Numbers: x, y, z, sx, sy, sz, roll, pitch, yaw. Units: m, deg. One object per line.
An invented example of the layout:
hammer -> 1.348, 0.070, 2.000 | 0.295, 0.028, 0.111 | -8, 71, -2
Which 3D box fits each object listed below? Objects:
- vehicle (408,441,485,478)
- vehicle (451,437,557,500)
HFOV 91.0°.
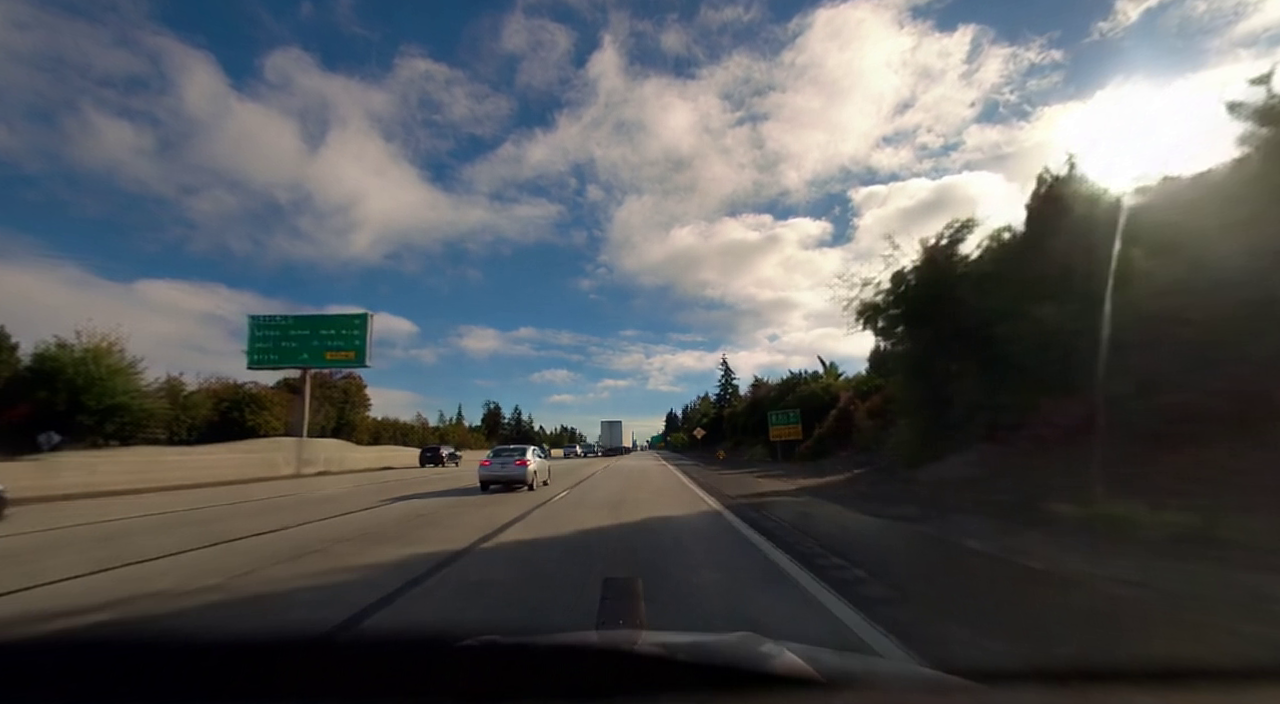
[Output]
vehicle -> -8.671, 4.831, 28.623 | 2.036, 1.506, 4.358 | 0, -9, 1
vehicle -> -3.680, 3.221, 17.856 | 1.931, 1.528, 4.126 | 0, -8, 2
